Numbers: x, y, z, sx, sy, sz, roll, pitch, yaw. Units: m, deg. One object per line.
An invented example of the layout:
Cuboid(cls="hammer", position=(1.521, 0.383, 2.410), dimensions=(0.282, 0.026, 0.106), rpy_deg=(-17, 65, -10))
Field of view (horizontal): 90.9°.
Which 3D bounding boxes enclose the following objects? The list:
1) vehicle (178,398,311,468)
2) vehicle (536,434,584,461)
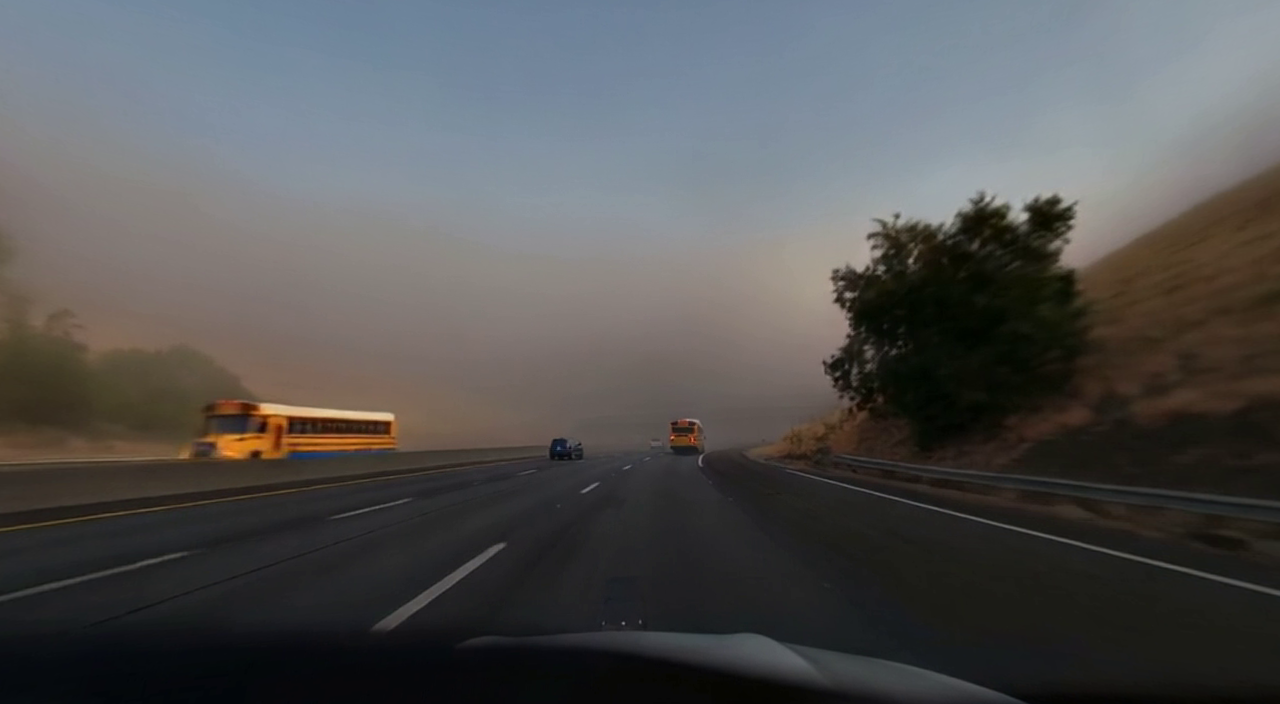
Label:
Cuboid(cls="vehicle", position=(-23.246, 4.895, 37.631), dimensions=(3.011, 3.757, 6.767), rpy_deg=(-1, -8, 5))
Cuboid(cls="vehicle", position=(-5.171, 6.261, 41.495), dimensions=(2.106, 1.704, 4.637), rpy_deg=(-1, -8, 6))
